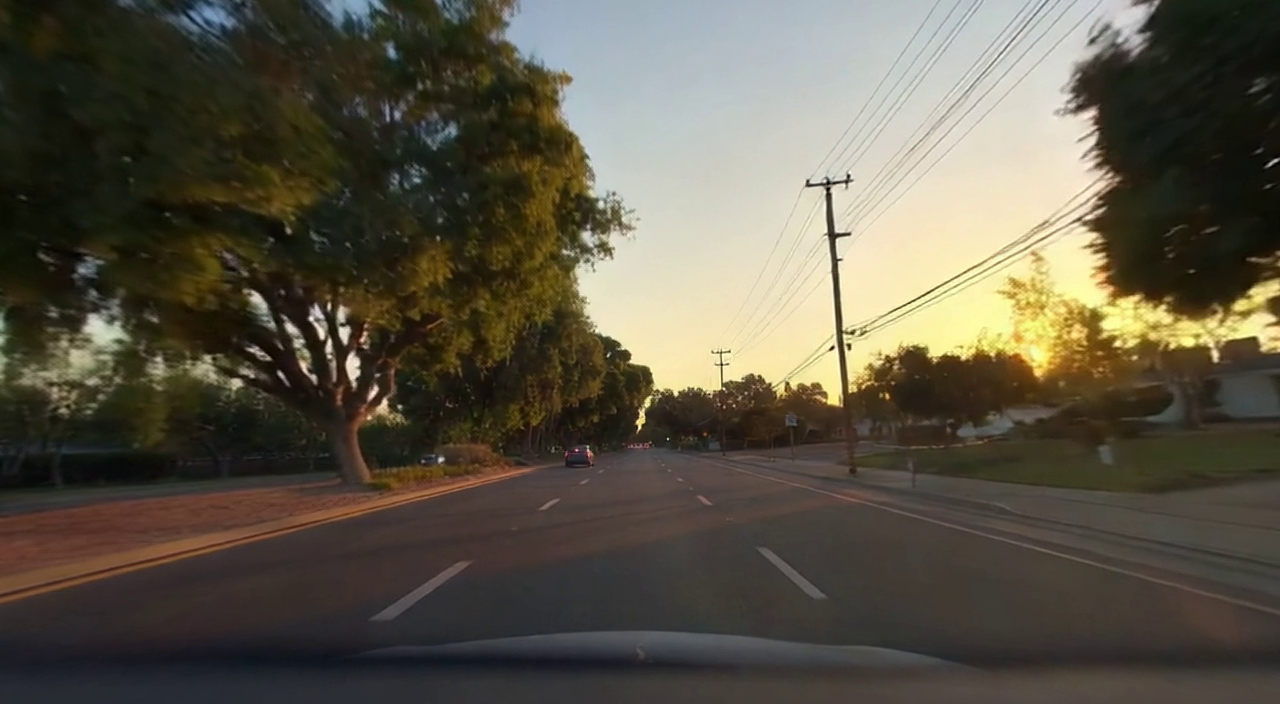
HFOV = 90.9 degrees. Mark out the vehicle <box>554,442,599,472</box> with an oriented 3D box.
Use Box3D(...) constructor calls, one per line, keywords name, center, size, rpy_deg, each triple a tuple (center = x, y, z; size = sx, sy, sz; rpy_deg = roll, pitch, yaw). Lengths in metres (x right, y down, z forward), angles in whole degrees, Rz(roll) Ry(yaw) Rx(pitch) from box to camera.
Box3D(name="vehicle", center=(-3.445, 5.764, 34.800), size=(2.007, 1.514, 4.049), rpy_deg=(-1, -8, 1))
